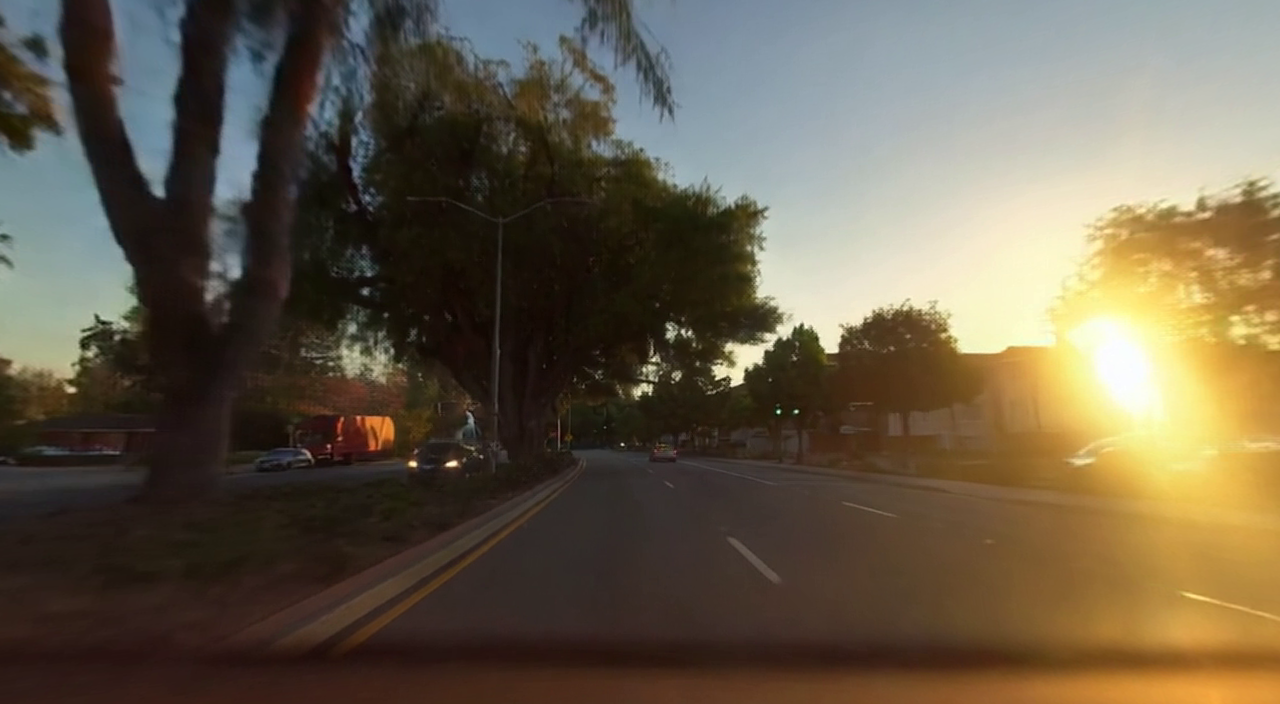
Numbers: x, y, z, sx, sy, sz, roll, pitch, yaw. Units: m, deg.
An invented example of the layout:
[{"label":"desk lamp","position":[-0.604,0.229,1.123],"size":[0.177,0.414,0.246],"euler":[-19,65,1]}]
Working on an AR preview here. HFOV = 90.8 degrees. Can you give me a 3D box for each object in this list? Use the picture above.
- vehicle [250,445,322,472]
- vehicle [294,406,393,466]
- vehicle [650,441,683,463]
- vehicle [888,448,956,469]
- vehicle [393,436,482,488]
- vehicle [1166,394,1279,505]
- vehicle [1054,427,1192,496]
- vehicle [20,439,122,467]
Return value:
[{"label":"vehicle","position":[-20.955,6.294,37.624],"size":[2.068,1.408,4.399],"euler":[-2,-8,-4]},{"label":"vehicle","position":[-21.278,6.183,46.140],"size":[3.154,3.917,9.345],"euler":[0,-9,-4]},{"label":"vehicle","position":[1.839,7.191,45.353],"size":[1.913,1.473,4.360],"euler":[0,-9,-4]},{"label":"vehicle","position":[20.450,7.684,45.788],"size":[4.458,1.465,1.875],"euler":[3,-9,-22]},{"label":"vehicle","position":[-7.194,3.921,23.065],"size":[2.180,1.556,5.130],"euler":[2,-7,-8]},{"label":"vehicle","position":[17.036,2.730,17.818],"size":[5.908,2.641,2.303],"euler":[7,-12,-42]},{"label":"vehicle","position":[15.870,3.505,20.661],"size":[5.161,1.927,2.464],"euler":[7,-11,-41]},{"label":"vehicle","position":[-31.100,5.540,34.597],"size":[3.768,1.443,1.800],"euler":[0,-8,-2]}]
